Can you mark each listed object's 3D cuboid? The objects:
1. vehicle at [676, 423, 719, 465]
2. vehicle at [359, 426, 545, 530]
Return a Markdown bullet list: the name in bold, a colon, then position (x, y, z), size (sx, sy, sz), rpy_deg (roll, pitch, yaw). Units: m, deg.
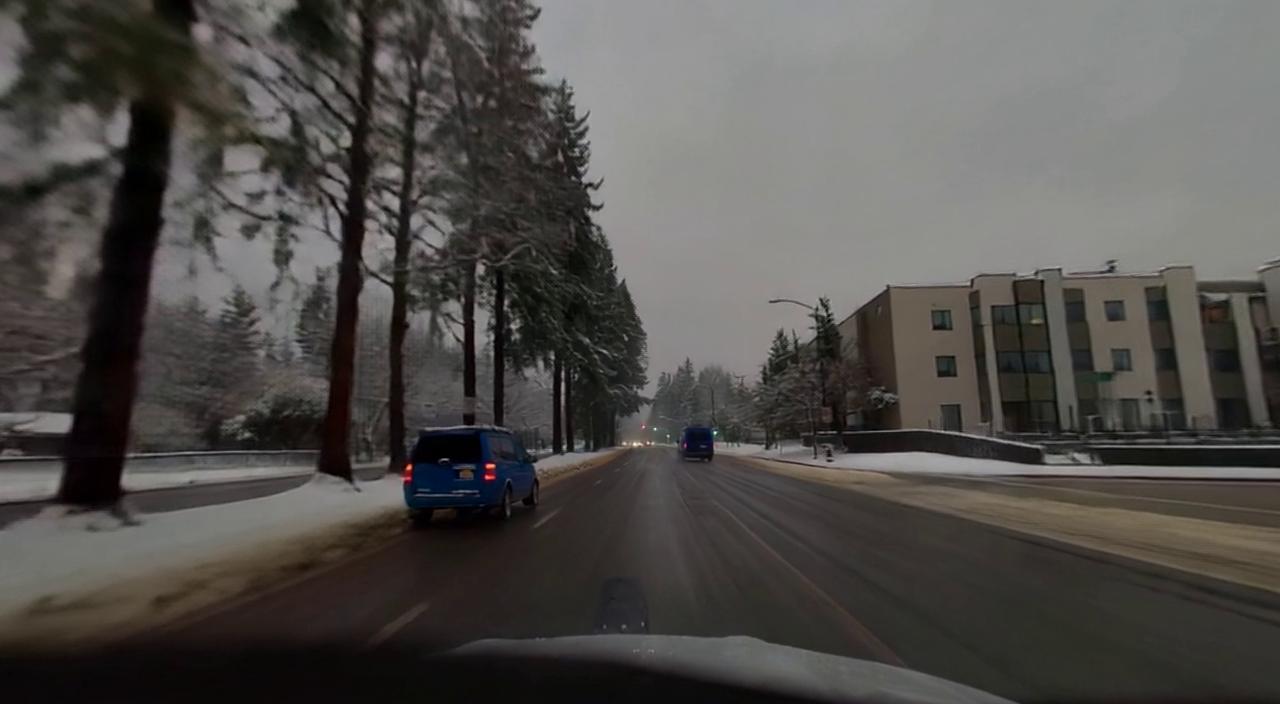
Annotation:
- **vehicle**: position (3.851, 6.337, 43.184), size (2.349, 2.671, 5.744), rpy_deg (0, -9, 0)
- **vehicle**: position (-3.302, 2.332, 12.233), size (2.129, 1.602, 4.532), rpy_deg (0, -9, 1)
